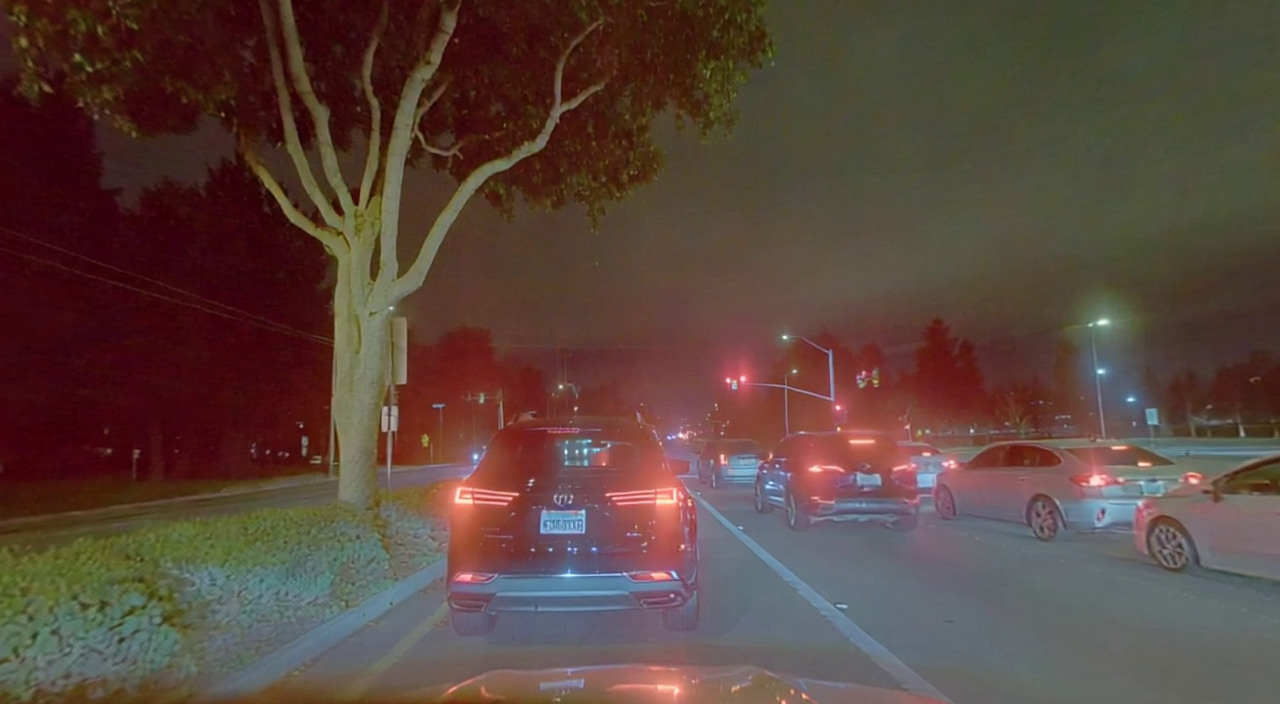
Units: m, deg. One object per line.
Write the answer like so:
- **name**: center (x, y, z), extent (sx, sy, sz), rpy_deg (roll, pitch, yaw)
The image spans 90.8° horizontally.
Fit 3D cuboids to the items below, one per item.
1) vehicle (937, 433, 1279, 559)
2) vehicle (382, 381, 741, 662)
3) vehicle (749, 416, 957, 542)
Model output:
- **vehicle**: center (6.587, 2.012, 9.643), extent (1.894, 1.445, 4.565), rpy_deg (0, -9, 0)
- **vehicle**: center (-0.432, 1.355, 6.102), extent (2.201, 1.709, 4.271), rpy_deg (0, -9, 1)
- **vehicle**: center (3.244, 2.037, 10.762), extent (1.963, 1.682, 4.407), rpy_deg (0, -9, -1)
